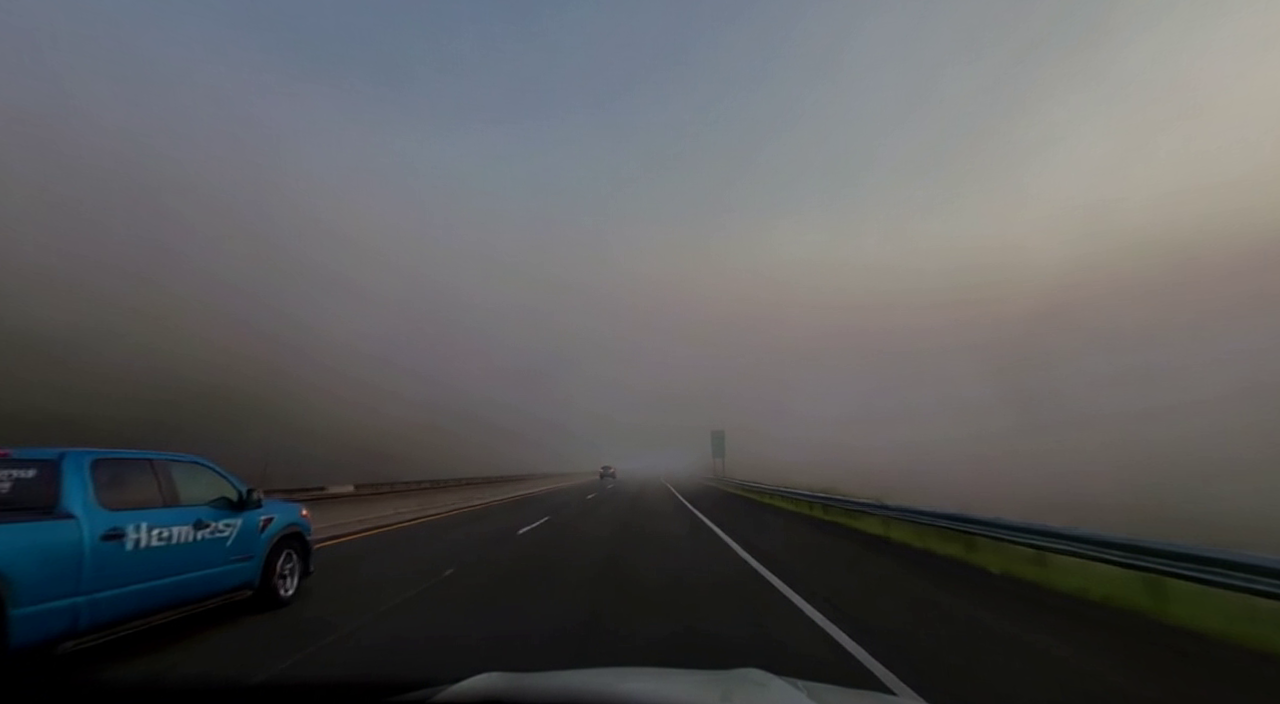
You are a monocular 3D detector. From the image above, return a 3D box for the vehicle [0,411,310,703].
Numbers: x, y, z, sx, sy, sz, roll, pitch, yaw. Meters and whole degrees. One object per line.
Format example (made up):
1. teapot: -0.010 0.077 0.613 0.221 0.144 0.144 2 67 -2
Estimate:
1. vehicle: -4.113 1.071 3.197 2.135 1.506 5.041 1 -10 0
